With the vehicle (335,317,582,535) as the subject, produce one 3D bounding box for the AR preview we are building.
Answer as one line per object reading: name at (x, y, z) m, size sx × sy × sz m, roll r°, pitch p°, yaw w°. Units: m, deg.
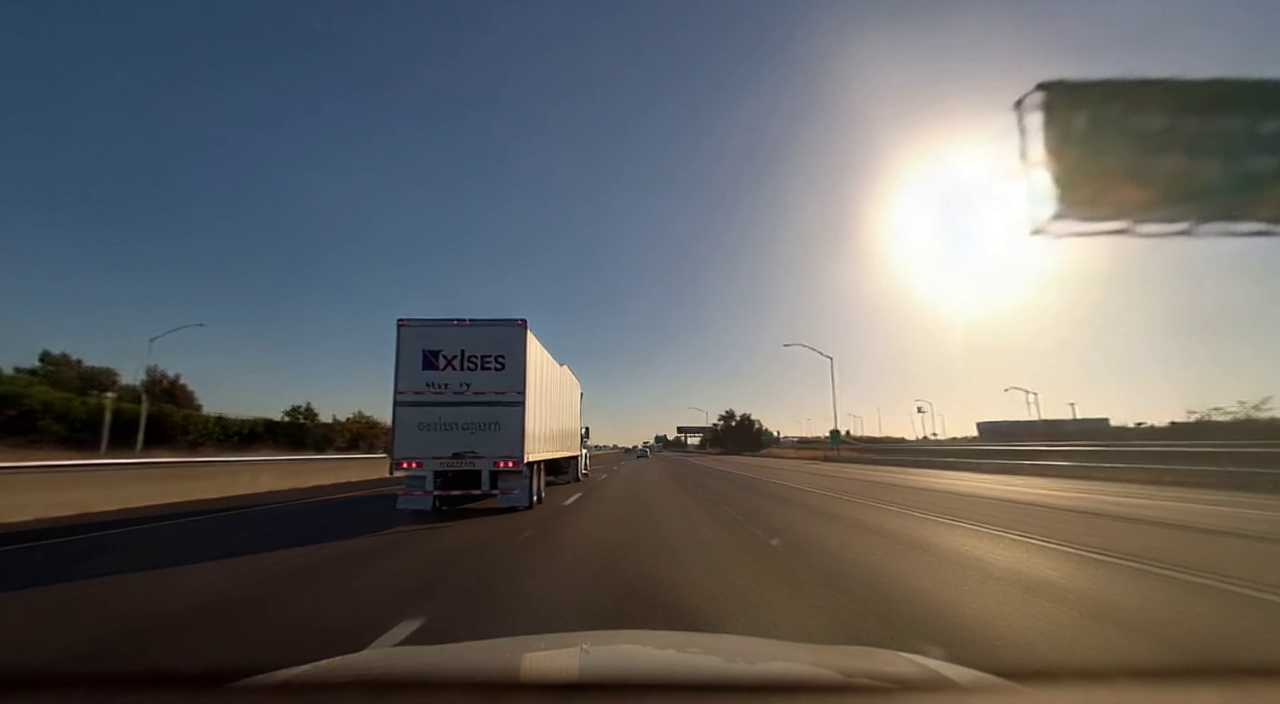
vehicle at (-3.239, 1.783, 14.196) m, size 2.922 × 3.458 × 8.360 m, roll 0°, pitch -9°, yaw 1°
